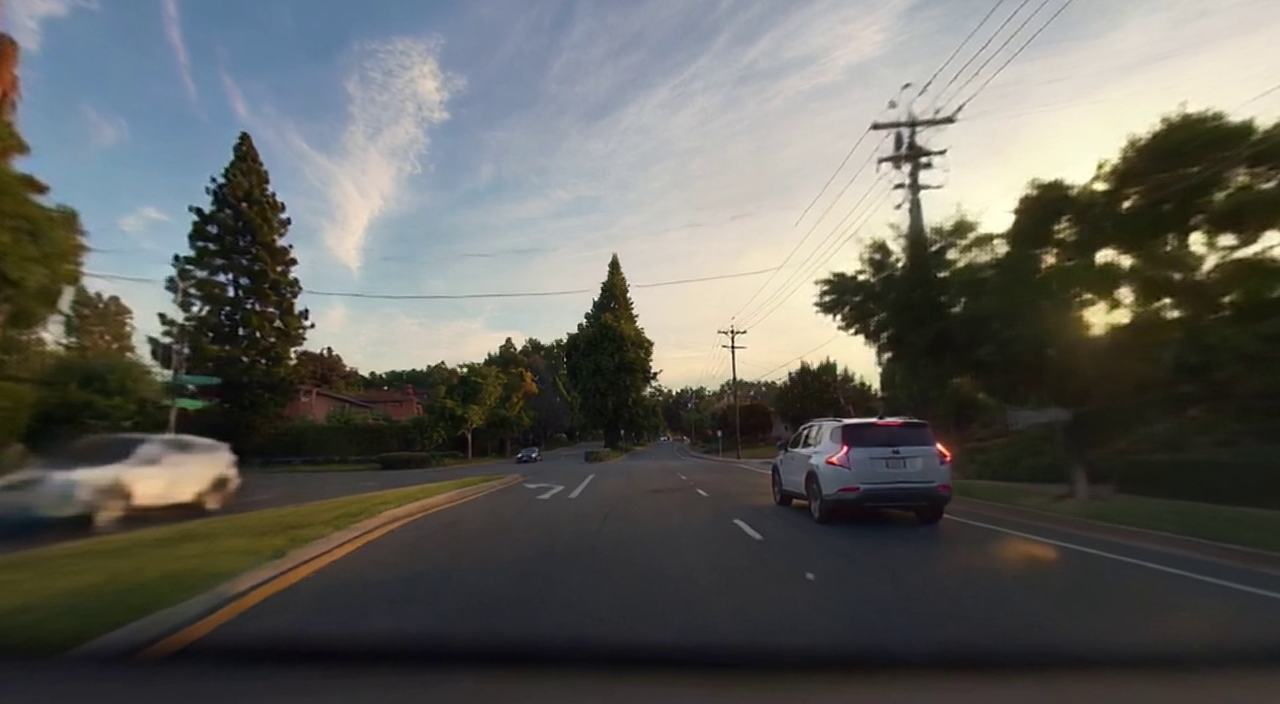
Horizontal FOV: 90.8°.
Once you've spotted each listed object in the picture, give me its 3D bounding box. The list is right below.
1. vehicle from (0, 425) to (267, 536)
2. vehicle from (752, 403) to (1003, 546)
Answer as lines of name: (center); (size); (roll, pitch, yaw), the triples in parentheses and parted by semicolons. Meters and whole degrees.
vehicle: (-9.879, 2.408, 12.486); (2.075, 1.739, 4.864); (0, -9, -1)
vehicle: (3.428, 1.901, 10.405); (2.193, 1.777, 4.772); (0, -9, -1)
